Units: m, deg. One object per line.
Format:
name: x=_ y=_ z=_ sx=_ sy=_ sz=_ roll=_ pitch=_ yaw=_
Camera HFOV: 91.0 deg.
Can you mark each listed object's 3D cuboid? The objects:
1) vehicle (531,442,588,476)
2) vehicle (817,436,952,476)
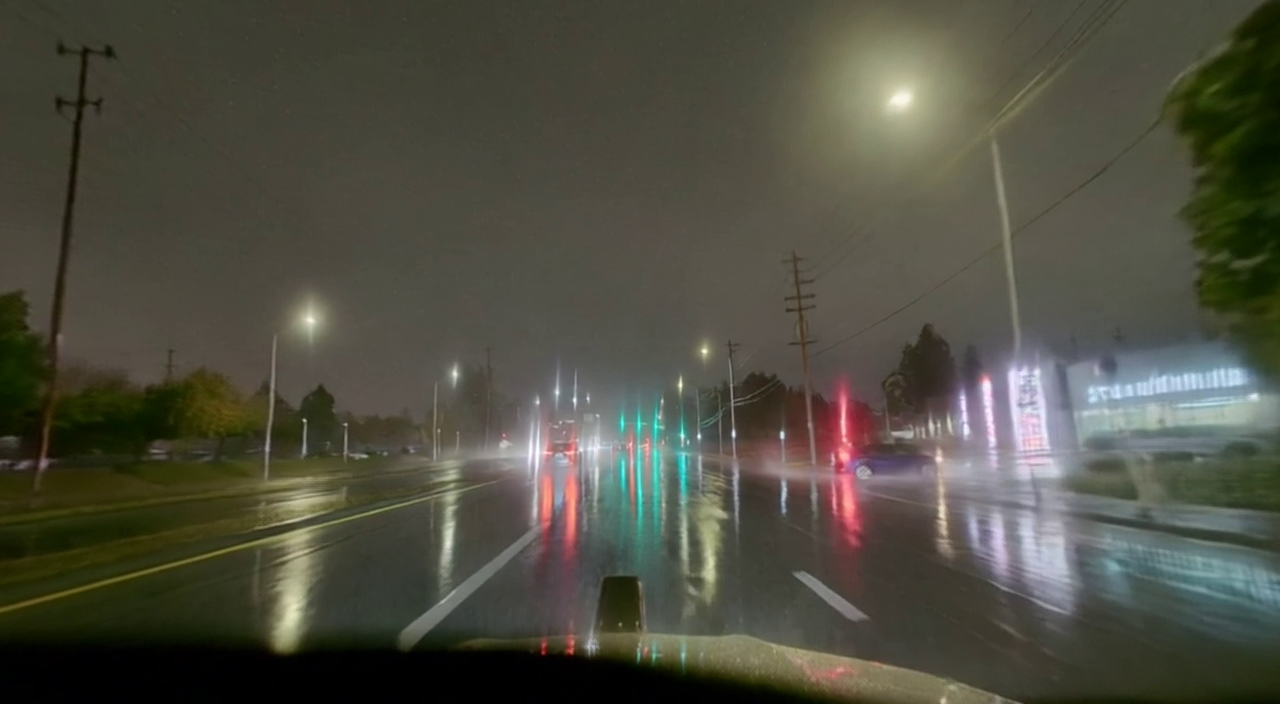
vehicle: x=-3.637 y=4.925 z=29.327 sx=2.076 sy=1.444 sz=4.328 roll=0 pitch=-8 yaw=0
vehicle: x=10.338 y=4.424 z=26.851 sx=4.885 sy=1.576 sz=2.024 roll=1 pitch=-9 yaw=-6
